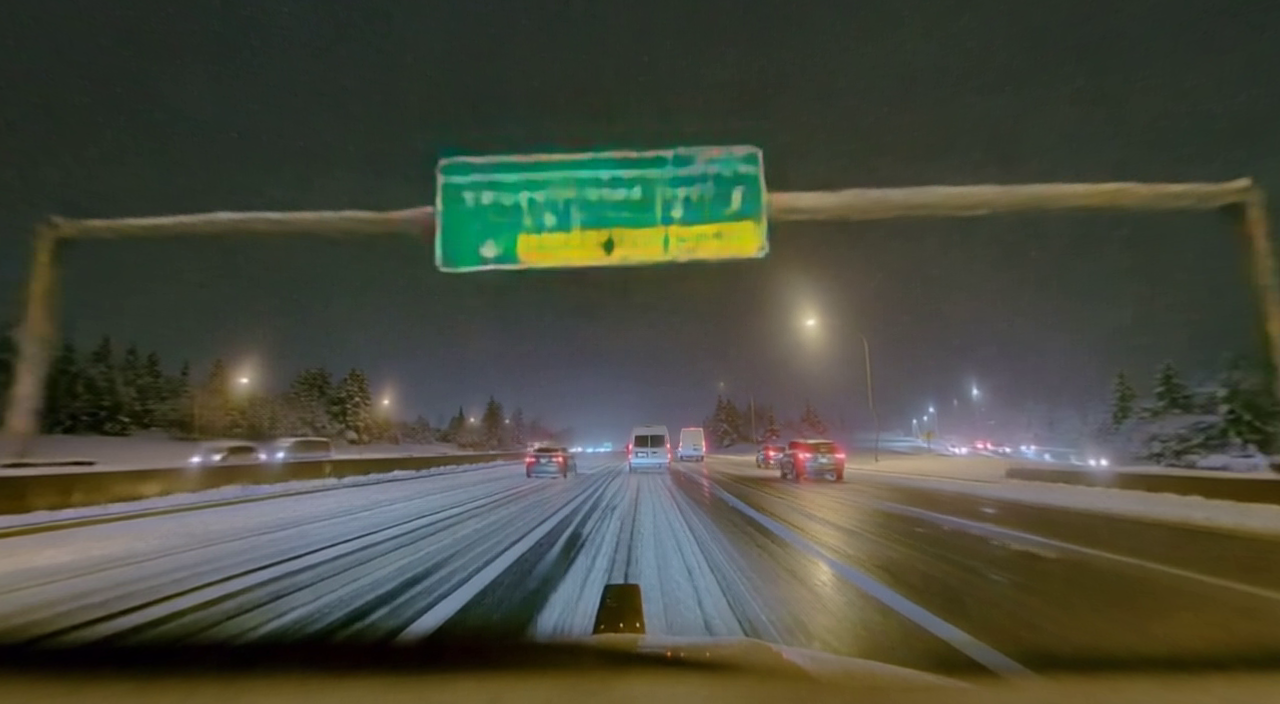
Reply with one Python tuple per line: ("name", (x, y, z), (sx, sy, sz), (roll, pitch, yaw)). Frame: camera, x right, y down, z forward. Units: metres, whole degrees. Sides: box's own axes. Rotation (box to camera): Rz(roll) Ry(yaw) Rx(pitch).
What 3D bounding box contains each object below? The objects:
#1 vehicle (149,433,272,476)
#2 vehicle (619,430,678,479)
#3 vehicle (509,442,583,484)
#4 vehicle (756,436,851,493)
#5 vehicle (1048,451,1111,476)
("vehicle", (-33.388, 8.037, 49.648), (2.918, 3.000, 9.282), (0, -8, 2))
("vehicle", (0.378, 4.716, 29.200), (2.509, 2.062, 4.639), (0, -9, 1))
("vehicle", (-3.687, 4.474, 25.726), (2.173, 1.542, 4.781), (0, -9, 2))
("vehicle", (5.385, 3.748, 21.376), (2.146, 1.678, 4.489), (0, -9, 2))
("vehicle", (32.709, 8.286, 46.998), (2.039, 1.718, 4.674), (-1, -9, 11))
